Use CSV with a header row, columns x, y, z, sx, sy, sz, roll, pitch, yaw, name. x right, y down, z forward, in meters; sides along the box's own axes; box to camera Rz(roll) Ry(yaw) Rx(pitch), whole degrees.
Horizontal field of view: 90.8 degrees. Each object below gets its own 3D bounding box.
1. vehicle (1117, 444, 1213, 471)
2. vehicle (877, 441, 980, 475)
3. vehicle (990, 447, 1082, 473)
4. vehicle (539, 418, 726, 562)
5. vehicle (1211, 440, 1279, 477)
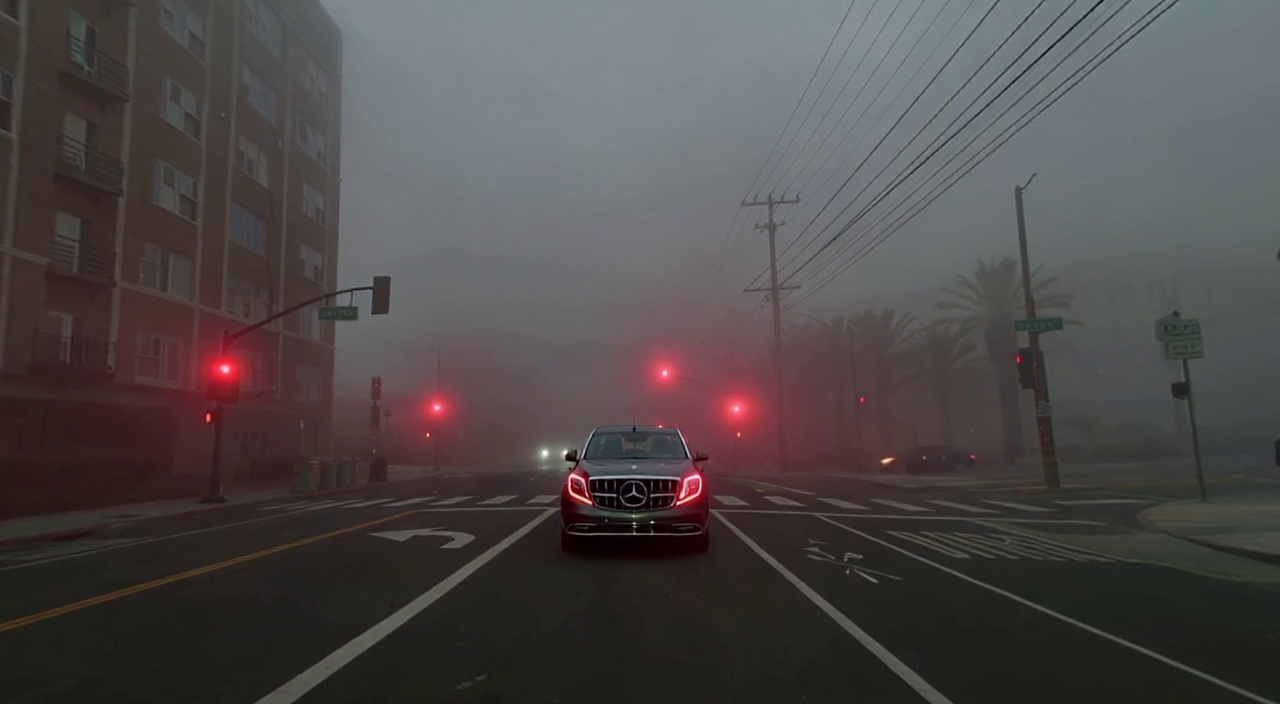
x,y,z,sx,sy,sz,roll,pitch,yaw,name
32.148,6.465,38.777,4.234,1.613,1.812,0,-8,-1,vehicle
15.820,5.821,34.868,4.649,1.760,2.029,-1,-8,5,vehicle
24.211,6.599,38.686,4.417,1.462,1.761,0,-8,-1,vehicle
-0.085,1.869,9.223,2.144,1.643,3.770,0,-8,0,vehicle
29.225,4.857,28.930,4.118,1.593,2.004,0,-8,-1,vehicle
